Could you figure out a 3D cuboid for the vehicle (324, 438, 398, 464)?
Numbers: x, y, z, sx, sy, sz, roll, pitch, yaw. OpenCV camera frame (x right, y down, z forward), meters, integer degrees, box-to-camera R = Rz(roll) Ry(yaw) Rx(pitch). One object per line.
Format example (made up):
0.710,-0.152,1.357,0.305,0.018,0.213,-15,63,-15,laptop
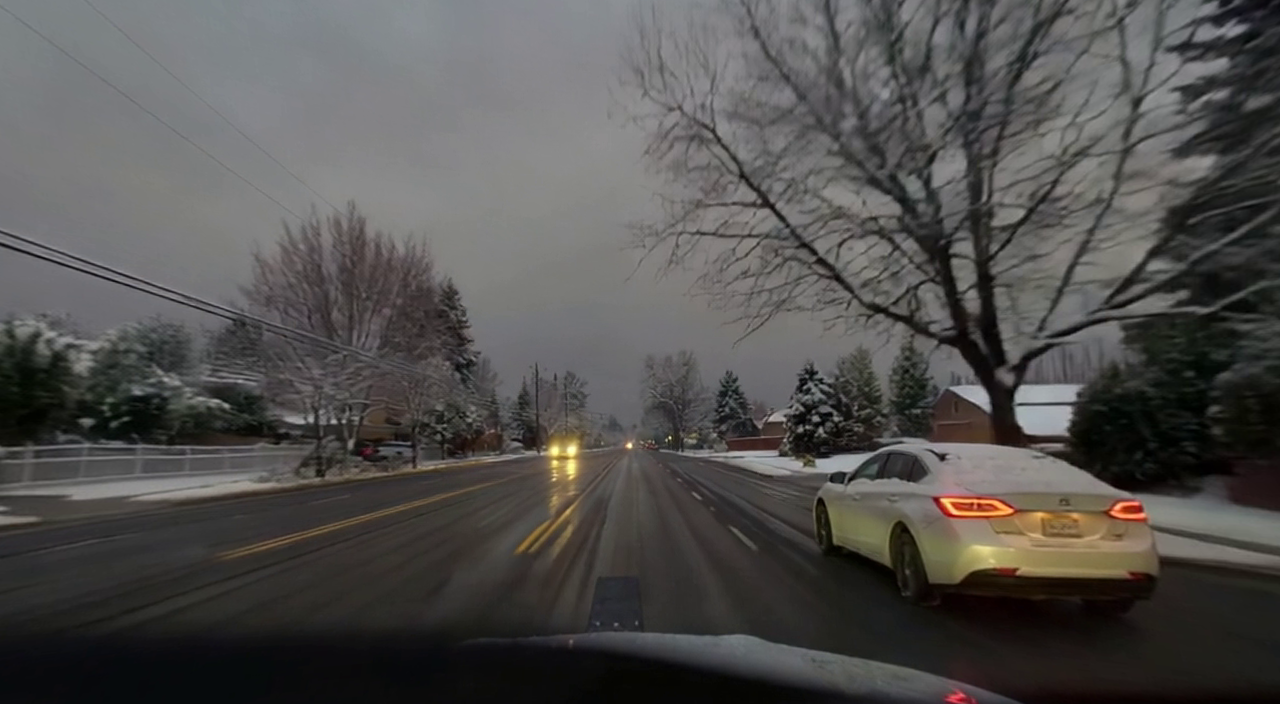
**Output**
-20.631,7.334,46.798,4.445,1.822,2.095,-1,-8,4,vehicle

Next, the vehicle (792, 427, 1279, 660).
3.101,1.558,6.292,2.057,1.493,4.225,0,-8,-1,vehicle
